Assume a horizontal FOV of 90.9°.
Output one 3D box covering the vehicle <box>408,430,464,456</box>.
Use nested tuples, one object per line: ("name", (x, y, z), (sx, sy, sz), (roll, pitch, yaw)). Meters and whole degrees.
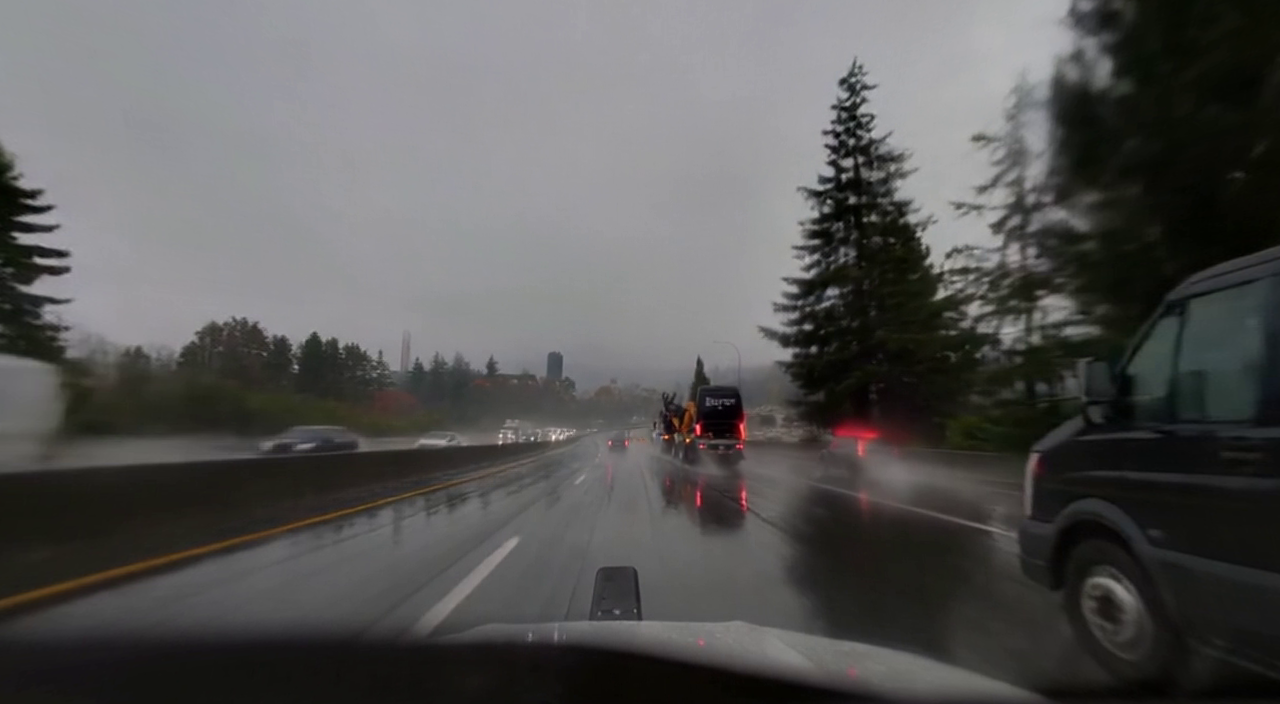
("vehicle", (-12.301, 5.499, 38.295), (1.963, 1.489, 4.582), (0, -8, -2))

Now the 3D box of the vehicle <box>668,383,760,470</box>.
("vehicle", (3.416, 3.890, 32.324), (2.912, 3.738, 10.123), (0, -8, -4))

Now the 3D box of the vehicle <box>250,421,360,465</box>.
("vehicle", (-12.472, 3.420, 23.807), (2.055, 1.499, 4.104), (0, -8, -2))

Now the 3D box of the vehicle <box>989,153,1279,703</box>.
("vehicle", (3.779, 0.328, 1.474), (2.386, 2.509, 5.880), (0, -8, -2))

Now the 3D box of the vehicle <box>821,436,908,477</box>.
("vehicle", (8.753, 4.076, 24.994), (1.820, 1.469, 4.257), (0, -8, -1))
